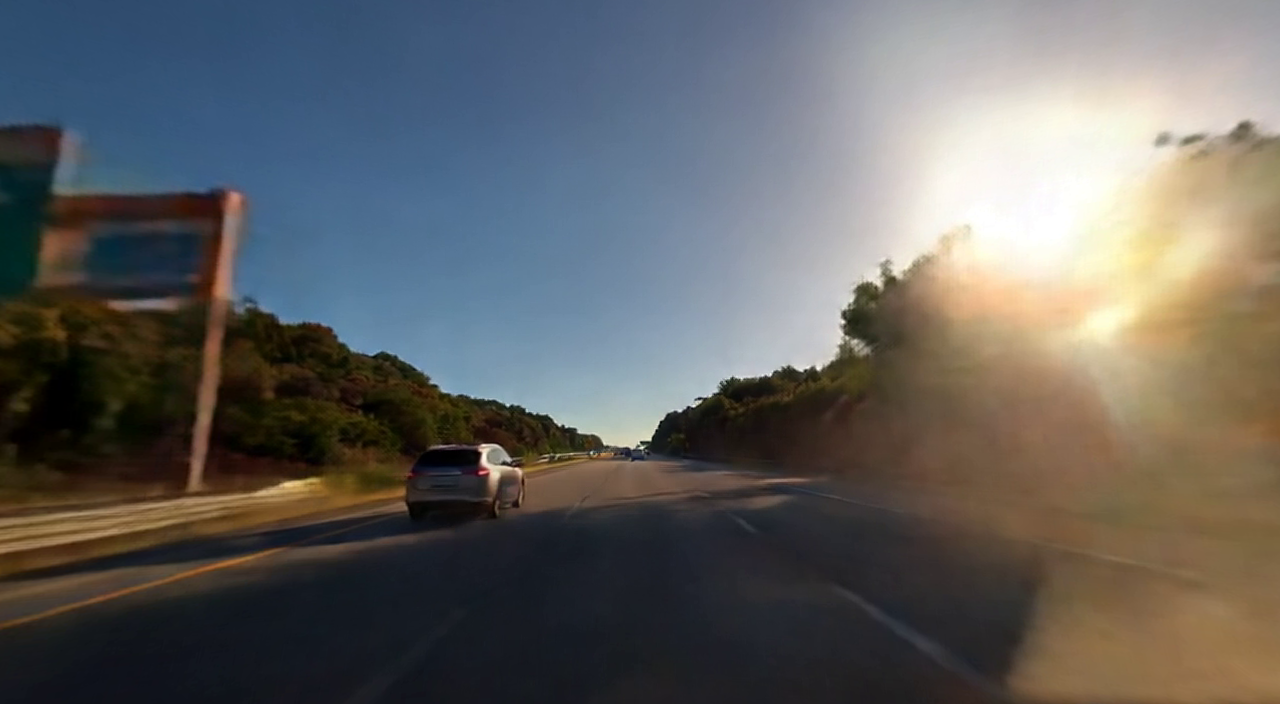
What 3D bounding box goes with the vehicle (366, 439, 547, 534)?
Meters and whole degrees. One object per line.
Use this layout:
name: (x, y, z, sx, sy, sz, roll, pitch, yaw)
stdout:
vehicle: (-3.229, 2.489, 12.280, 2.054, 1.475, 4.708, 0, -9, 1)
